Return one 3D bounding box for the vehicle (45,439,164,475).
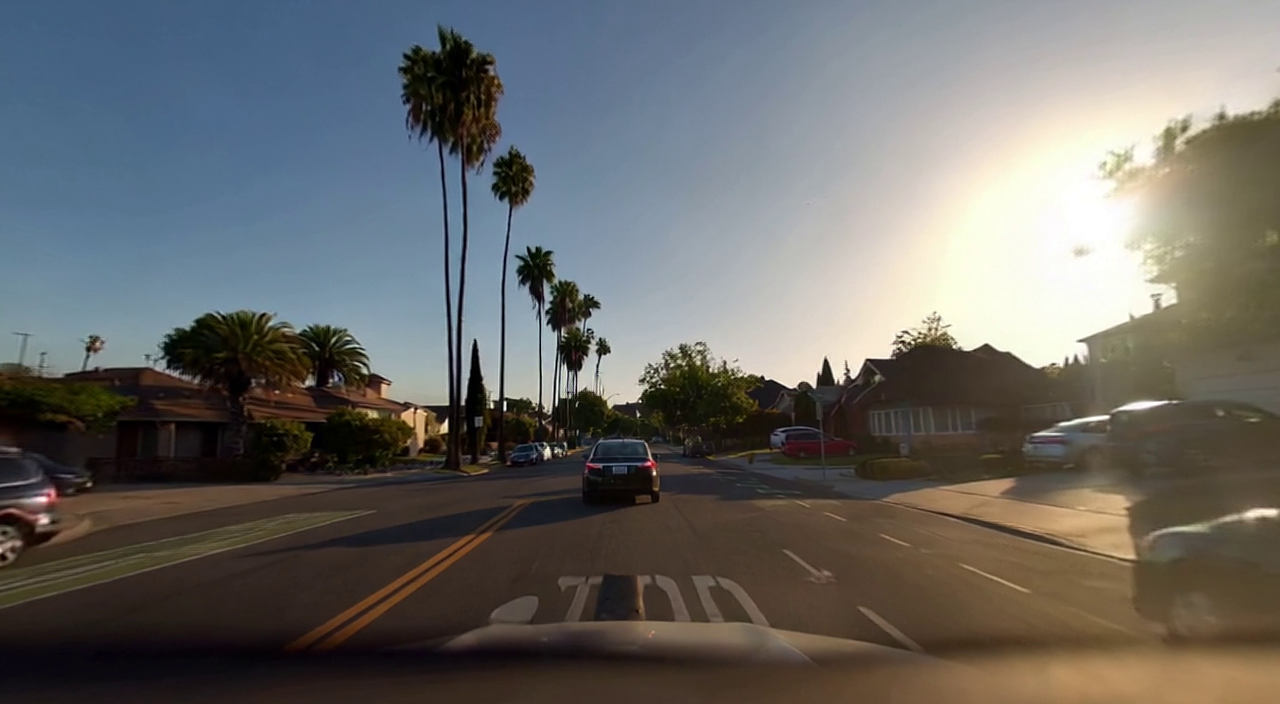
[{"bbox_3d":[-29.497,5.767,35.044,1.918,1.821,4.769,-2,-9,10],"label":"vehicle"}]

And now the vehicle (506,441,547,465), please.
[{"bbox_3d":[-8.192,7.312,46.056,2.069,1.441,4.368,-3,-7,1],"label":"vehicle"}]

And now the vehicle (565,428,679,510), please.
[{"bbox_3d":[-0.373,2.470,13.745,2.098,1.483,4.099,0,-9,-1],"label":"vehicle"}]

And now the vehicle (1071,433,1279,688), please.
[{"bbox_3d":[4.829,1.113,2.891,2.013,1.501,5.235,0,-9,0],"label":"vehicle"}]
